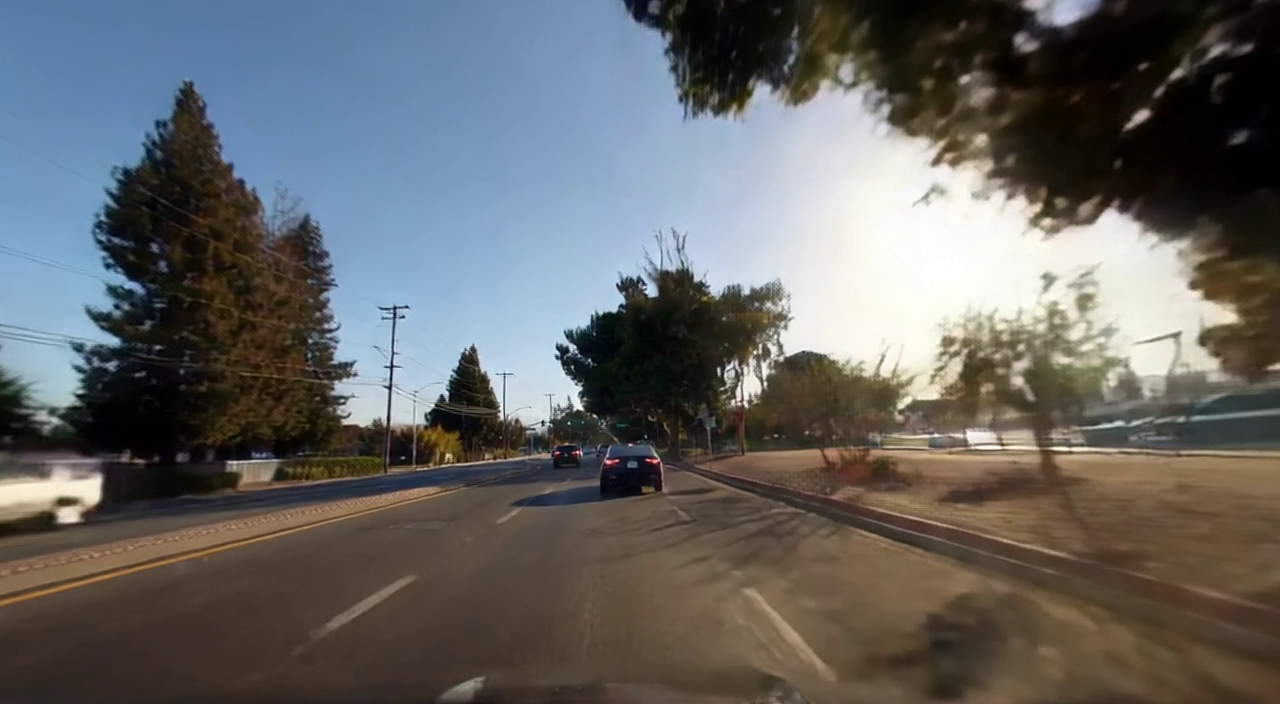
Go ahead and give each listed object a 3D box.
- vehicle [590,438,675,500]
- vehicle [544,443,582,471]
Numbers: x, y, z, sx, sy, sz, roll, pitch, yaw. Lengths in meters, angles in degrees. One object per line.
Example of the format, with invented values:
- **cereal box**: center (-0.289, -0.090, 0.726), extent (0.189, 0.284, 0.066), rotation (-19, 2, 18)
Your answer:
- **vehicle**: center (-0.307, 3.454, 19.067), extent (2.235, 1.597, 4.918), rotation (0, -9, -3)
- **vehicle**: center (-5.206, 7.131, 43.029), extent (2.189, 1.776, 4.342), rotation (0, -9, -2)
